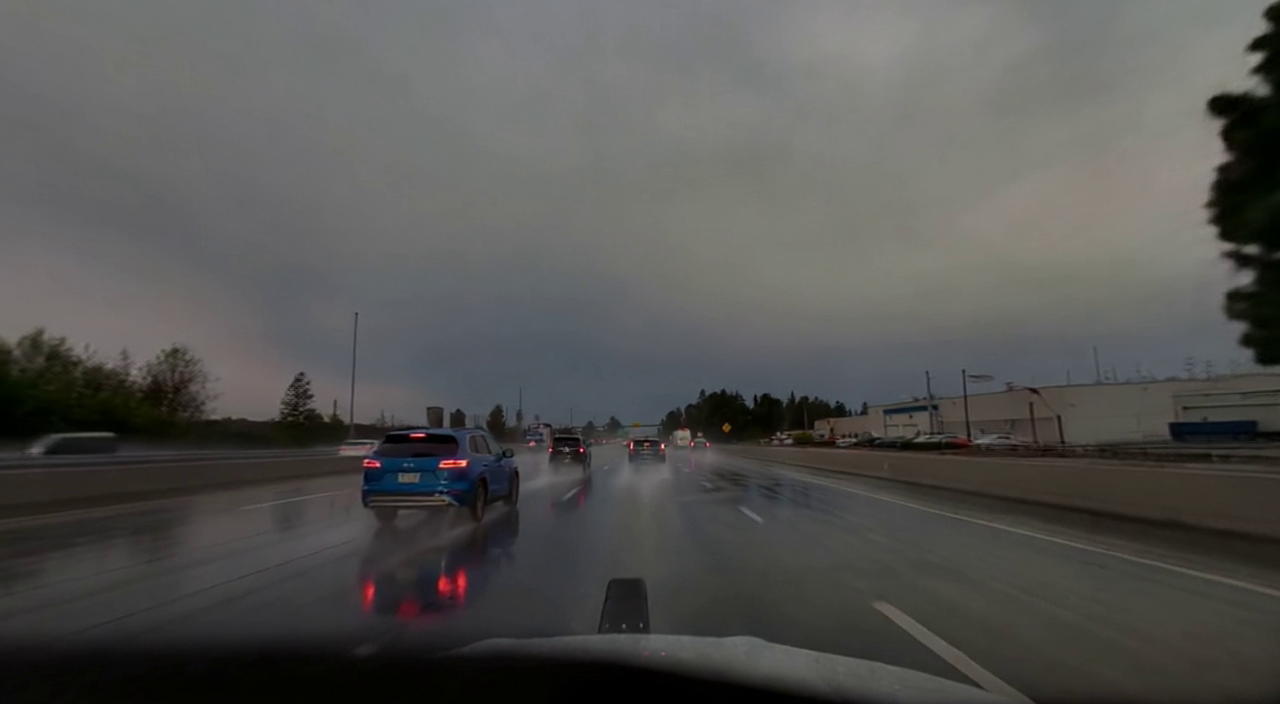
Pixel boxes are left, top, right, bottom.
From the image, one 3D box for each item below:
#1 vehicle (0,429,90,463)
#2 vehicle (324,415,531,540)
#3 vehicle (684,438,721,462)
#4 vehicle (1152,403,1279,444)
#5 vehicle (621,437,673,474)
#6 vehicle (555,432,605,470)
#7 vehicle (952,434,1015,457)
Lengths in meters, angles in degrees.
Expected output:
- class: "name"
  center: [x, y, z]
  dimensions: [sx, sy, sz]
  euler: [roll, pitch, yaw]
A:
- class: "vehicle"
  center: [-27.149, 4.246, 28.416]
  dimensions: [1.525, 1.404, 3.423]
  euler: [-2, -8, 2]
- class: "vehicle"
  center: [-3.295, 2.046, 10.918]
  dimensions: [1.961, 1.687, 4.453]
  euler: [0, -8, 1]
- class: "vehicle"
  center: [4.150, 6.575, 42.470]
  dimensions: [1.980, 1.492, 4.442]
  euler: [0, -8, -1]
- class: "vehicle"
  center: [46.198, 5.622, 49.169]
  dimensions: [9.807, 3.112, 2.892]
  euler: [0, -8, 1]
- class: "vehicle"
  center: [0.277, 4.449, 27.416]
  dimensions: [2.090, 1.474, 3.970]
  euler: [0, -8, 0]
- class: "vehicle"
  center: [-2.943, 4.978, 31.817]
  dimensions: [2.007, 1.730, 4.412]
  euler: [0, -8, 1]
- class: "vehicle"
  center: [23.300, 6.350, 43.010]
  dimensions: [1.854, 1.463, 4.371]
  euler: [0, -8, 1]
